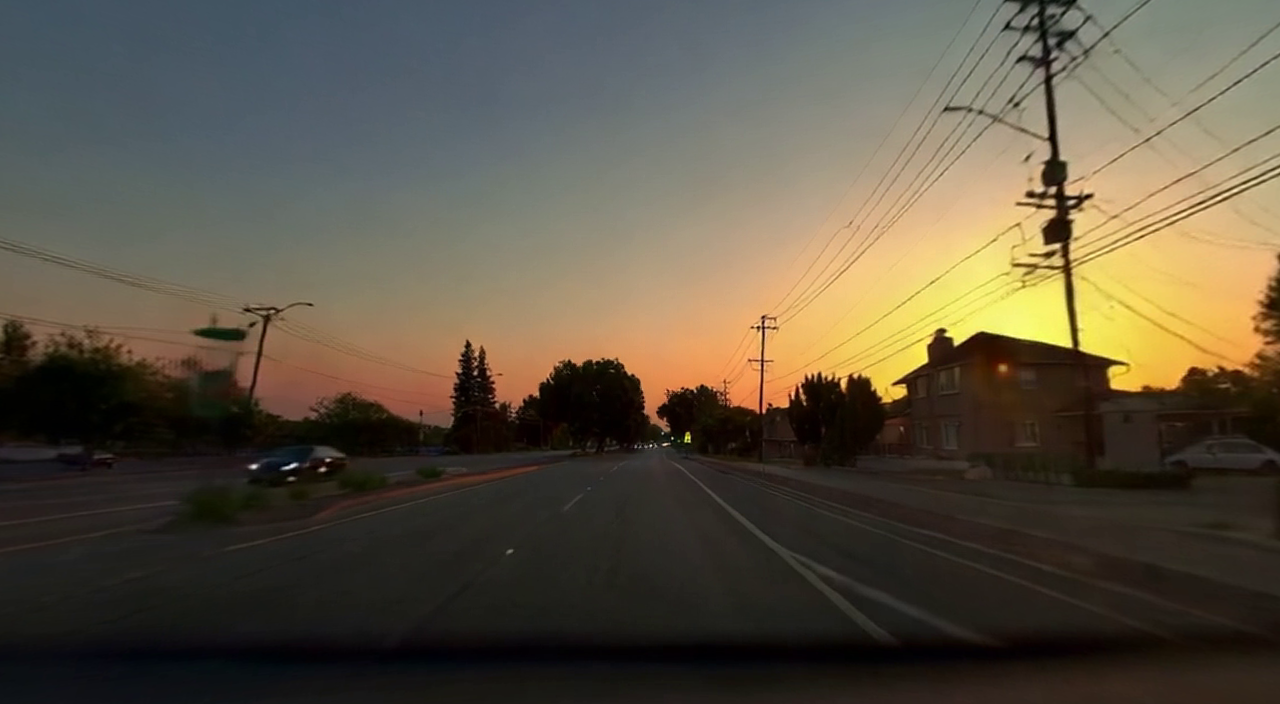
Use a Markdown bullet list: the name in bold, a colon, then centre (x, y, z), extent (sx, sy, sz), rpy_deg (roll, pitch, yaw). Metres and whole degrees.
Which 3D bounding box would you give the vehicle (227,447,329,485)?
- **vehicle**: centre (-15.021, 4.720, 26.496), extent (1.808, 1.466, 4.420), rpy_deg (0, -9, -2)
